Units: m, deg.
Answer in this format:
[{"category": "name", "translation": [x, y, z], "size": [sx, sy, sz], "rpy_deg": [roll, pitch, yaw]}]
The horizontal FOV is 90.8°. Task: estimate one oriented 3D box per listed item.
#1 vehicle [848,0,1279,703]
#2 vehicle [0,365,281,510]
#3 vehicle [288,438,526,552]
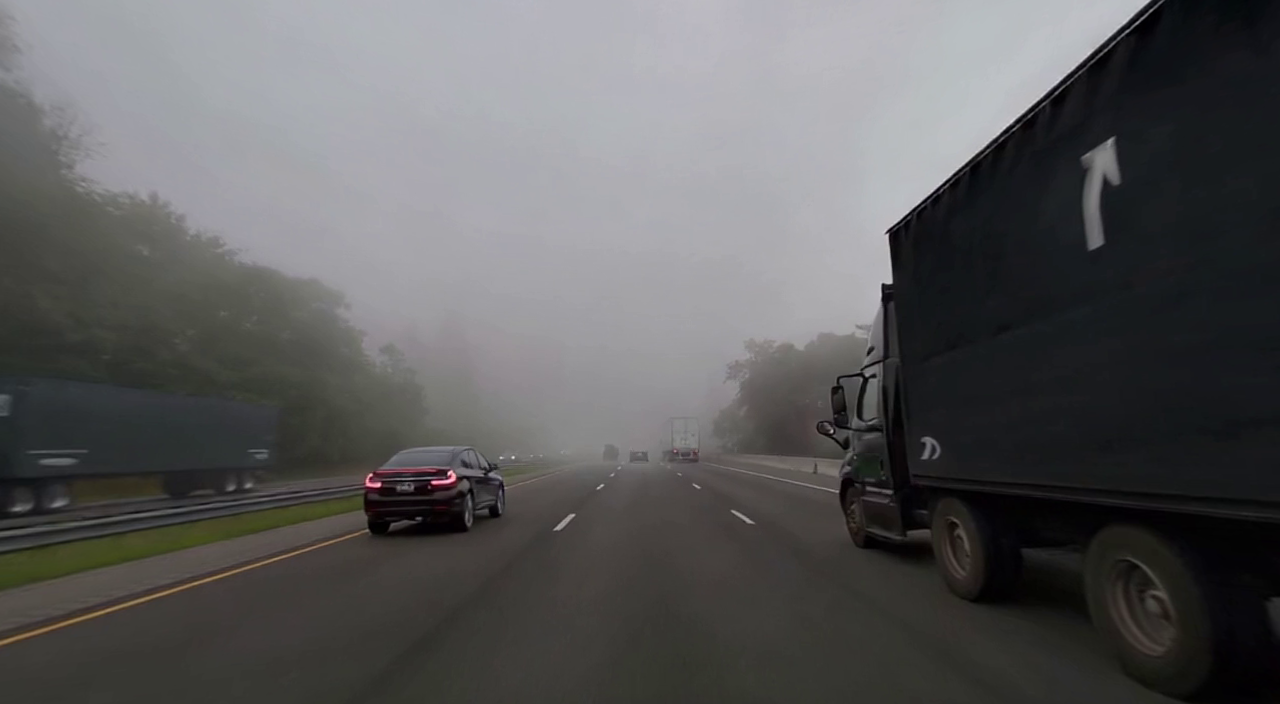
[{"category": "vehicle", "translation": [4.353, 0.215, 5.607], "size": [2.947, 3.957, 5.916], "rpy_deg": [0, -9, 1]}, {"category": "vehicle", "translation": [-18.975, 3.278, 23.148], "size": [2.938, 3.947, 14.434], "rpy_deg": [0, -9, 1]}, {"category": "vehicle", "translation": [-3.420, 2.209, 10.465], "size": [2.121, 1.445, 4.651], "rpy_deg": [0, -9, 1]}]
